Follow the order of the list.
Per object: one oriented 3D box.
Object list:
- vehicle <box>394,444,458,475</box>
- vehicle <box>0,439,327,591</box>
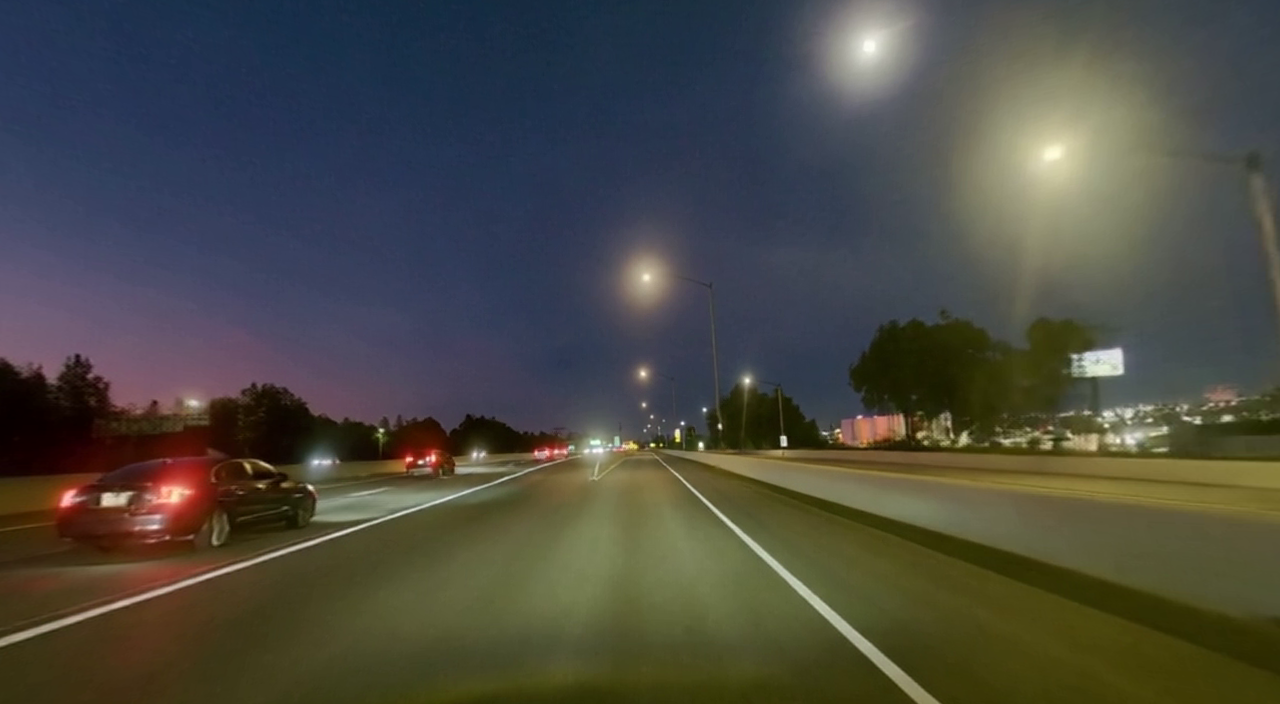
[{"bbox_3d":[-12.280,6.169,36.602,2.126,1.671,5.173,0,-9,-3],"label":"vehicle"},{"bbox_3d":[-6.393,1.978,8.691,1.940,1.479,4.777,0,-9,-3],"label":"vehicle"}]
